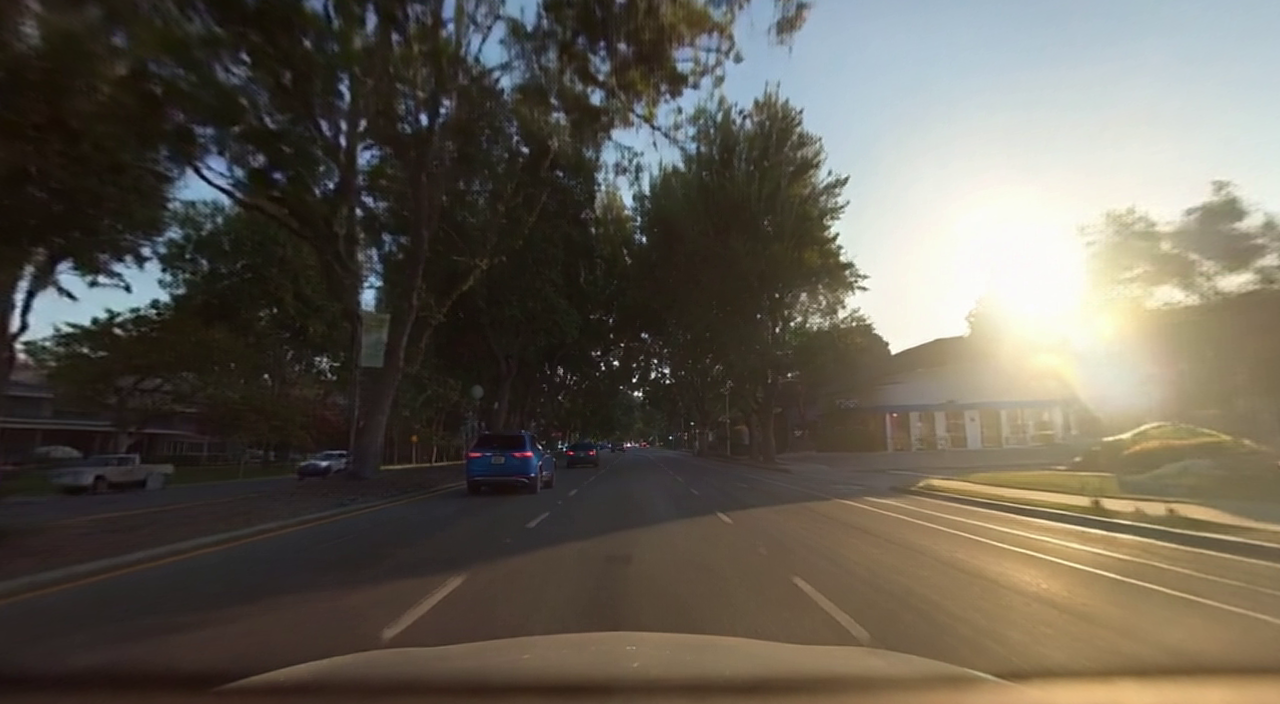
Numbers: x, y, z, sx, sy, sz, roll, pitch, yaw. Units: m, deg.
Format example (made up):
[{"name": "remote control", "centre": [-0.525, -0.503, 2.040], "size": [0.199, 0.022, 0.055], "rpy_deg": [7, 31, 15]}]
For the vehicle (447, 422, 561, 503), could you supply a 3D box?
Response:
[{"name": "vehicle", "centre": [-3.361, 2.829, 16.582], "size": [2.042, 1.817, 4.364], "rpy_deg": [0, -8, 0]}]

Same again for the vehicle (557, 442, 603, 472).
[{"name": "vehicle", "centre": [-3.122, 5.580, 33.862], "size": [2.069, 1.470, 4.601], "rpy_deg": [0, -8, 0]}]

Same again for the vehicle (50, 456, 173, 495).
[{"name": "vehicle", "centre": [-22.879, 5.318, 27.590], "size": [1.906, 1.494, 3.966], "rpy_deg": [0, -8, 0]}]
